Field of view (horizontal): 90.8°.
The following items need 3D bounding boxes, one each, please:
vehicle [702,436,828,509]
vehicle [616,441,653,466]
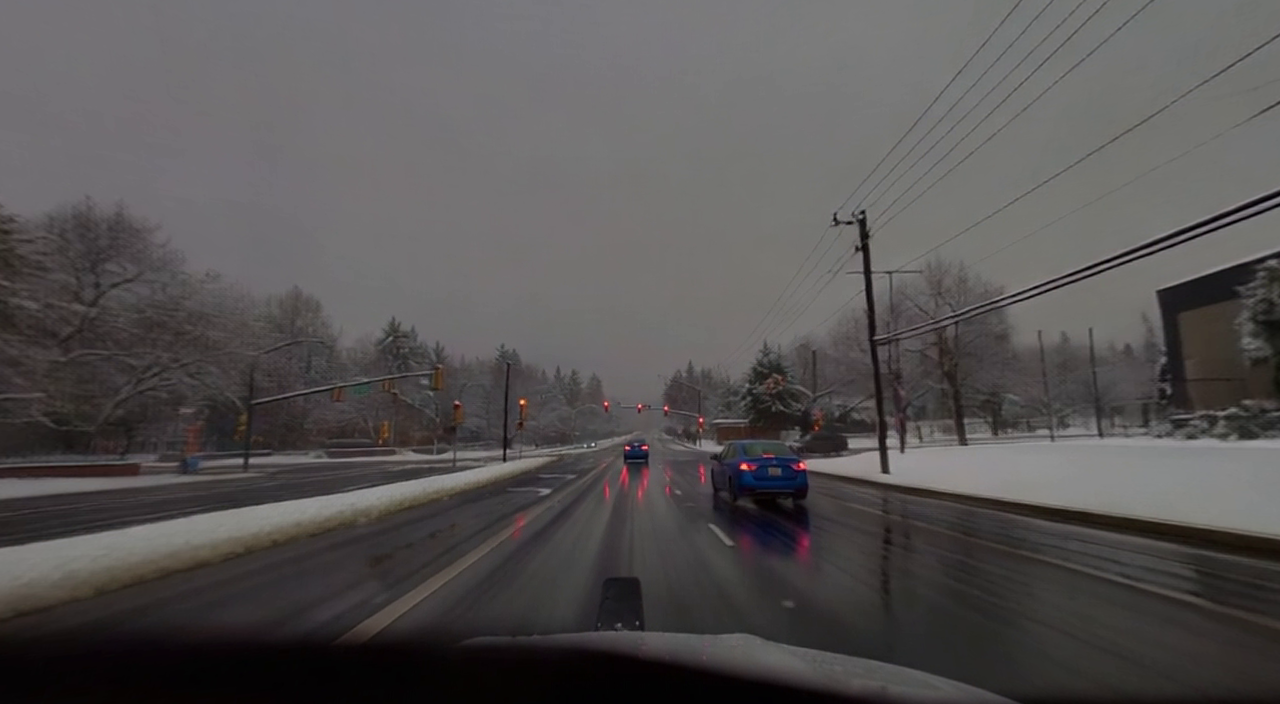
[{"bbox_3d":[2.761,2.776,15.062,2.004,1.448,4.263,0,-8,-2],"label":"vehicle"},{"bbox_3d":[-0.349,6.210,38.763,2.110,1.466,3.860,0,-8,-1],"label":"vehicle"}]
